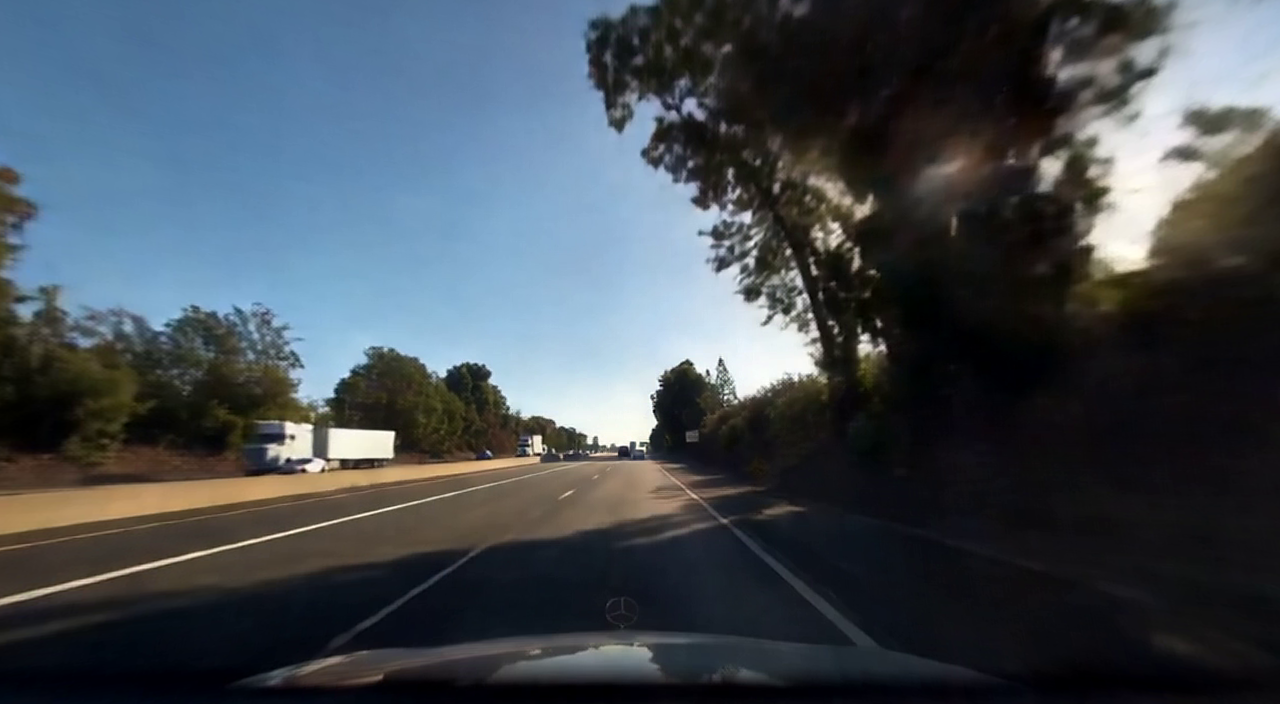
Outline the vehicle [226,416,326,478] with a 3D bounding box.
[{"bbox_3d":[-23.649,6.226,41.140,2.974,3.729,5.780,-1,-9,-1],"label":"vehicle"}]
